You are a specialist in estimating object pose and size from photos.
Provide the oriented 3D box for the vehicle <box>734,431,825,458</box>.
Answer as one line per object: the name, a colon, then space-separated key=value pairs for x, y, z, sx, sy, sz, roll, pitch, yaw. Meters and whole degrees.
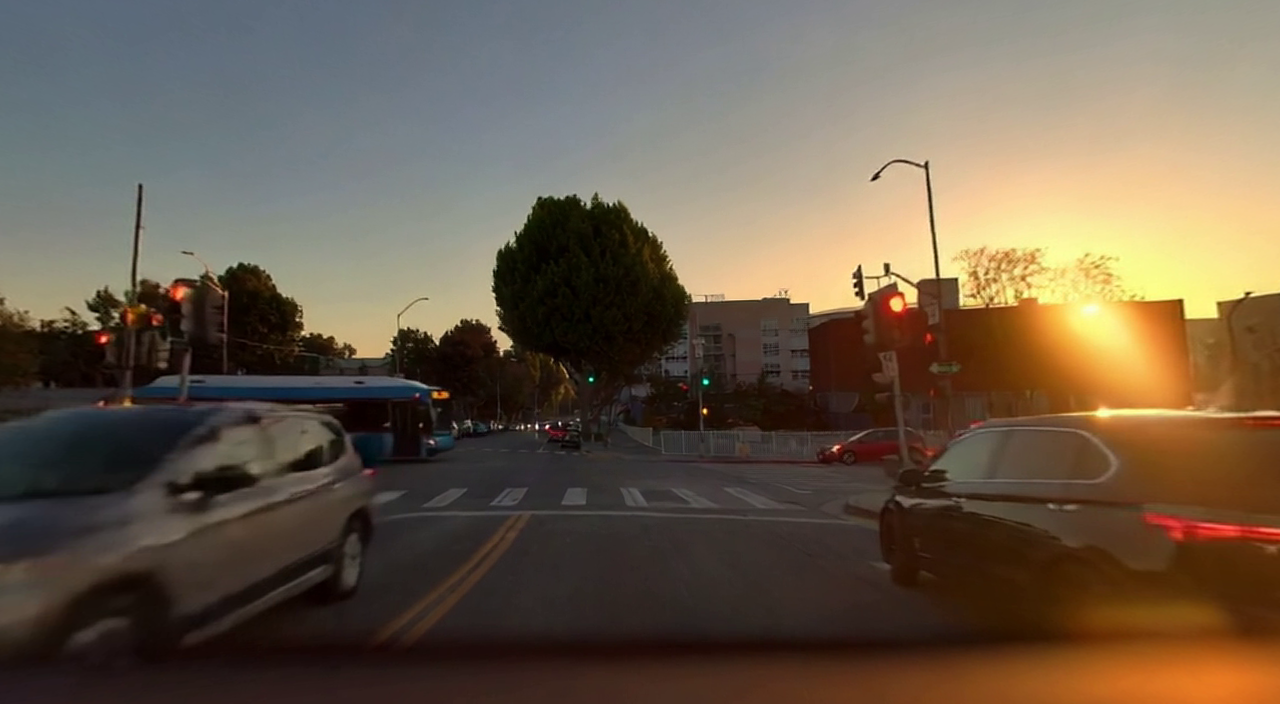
vehicle: x=7.429 y=4.966 z=33.860 sx=4.451 sy=1.422 sz=1.744 roll=0 pitch=-8 yaw=0

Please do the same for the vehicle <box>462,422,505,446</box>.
vehicle: x=-10.941 y=5.788 z=44.363 sx=2.084 sy=1.524 sz=4.098 roll=1 pitch=-8 yaw=-2

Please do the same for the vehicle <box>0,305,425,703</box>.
vehicle: x=-3.352 y=1.062 z=4.540 sx=2.148 sy=1.818 sz=4.791 roll=0 pitch=-8 yaw=-3

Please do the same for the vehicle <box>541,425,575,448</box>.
vehicle: x=-5.555 y=5.818 z=43.203 sx=1.799 sy=1.468 sz=3.693 roll=0 pitch=-8 yaw=1

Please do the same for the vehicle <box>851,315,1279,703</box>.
vehicle: x=3.506 y=1.135 z=5.012 sx=2.052 sy=1.929 sz=4.747 roll=0 pitch=-8 yaw=1
